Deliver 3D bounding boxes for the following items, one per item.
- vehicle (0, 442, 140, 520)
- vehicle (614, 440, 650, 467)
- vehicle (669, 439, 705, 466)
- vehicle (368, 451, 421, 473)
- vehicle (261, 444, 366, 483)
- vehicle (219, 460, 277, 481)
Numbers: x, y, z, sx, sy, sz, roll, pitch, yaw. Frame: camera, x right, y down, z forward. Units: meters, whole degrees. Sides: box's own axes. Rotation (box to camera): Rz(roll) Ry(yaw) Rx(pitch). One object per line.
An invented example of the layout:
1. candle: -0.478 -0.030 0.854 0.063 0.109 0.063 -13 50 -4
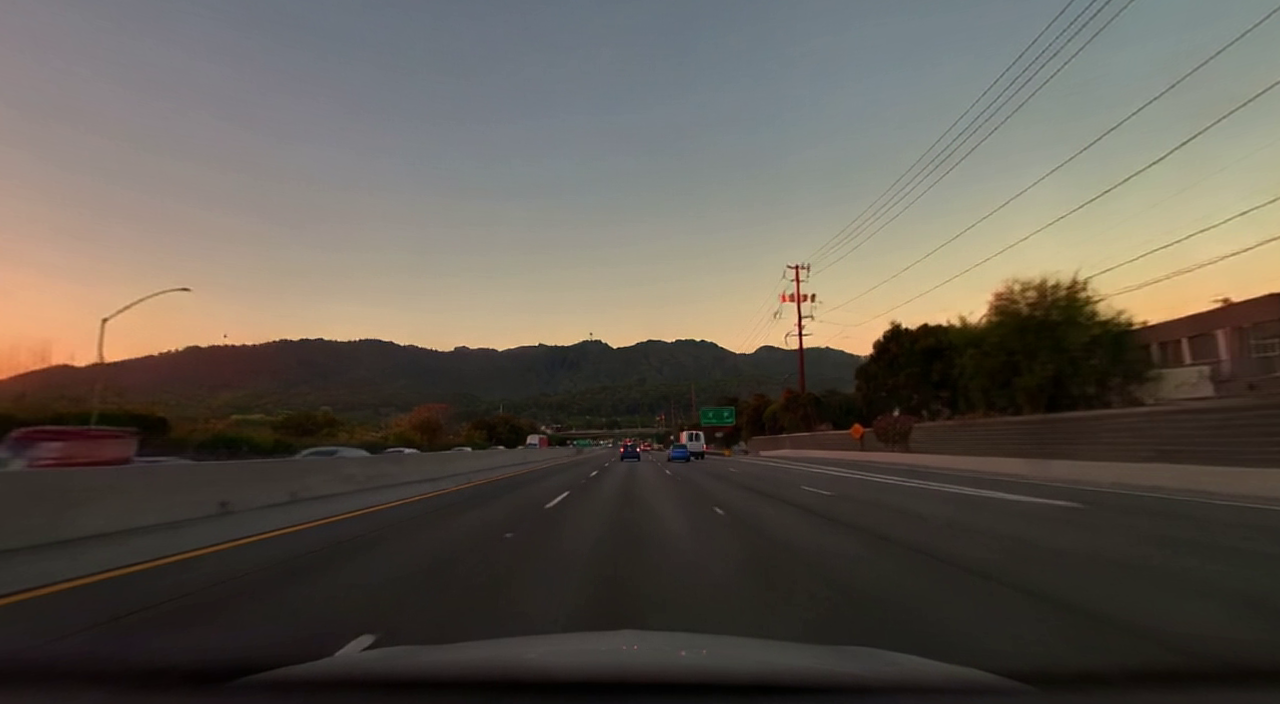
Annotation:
1. vehicle: -21.626 4.372 21.807 2.812 2.426 7.221 0 -9 0
2. vehicle: -0.550 6.788 42.362 2.325 1.712 4.592 0 -9 -1
3. vehicle: 3.233 7.026 44.294 2.036 1.796 4.470 0 -9 -2
4. vehicle: -17.514 7.849 45.310 1.903 1.482 4.623 0 -9 0
5. vehicle: -13.899 4.753 27.279 2.147 1.528 4.437 0 -9 0
6. vehicle: -28.962 8.726 46.842 1.823 1.421 4.037 1 -9 -2
